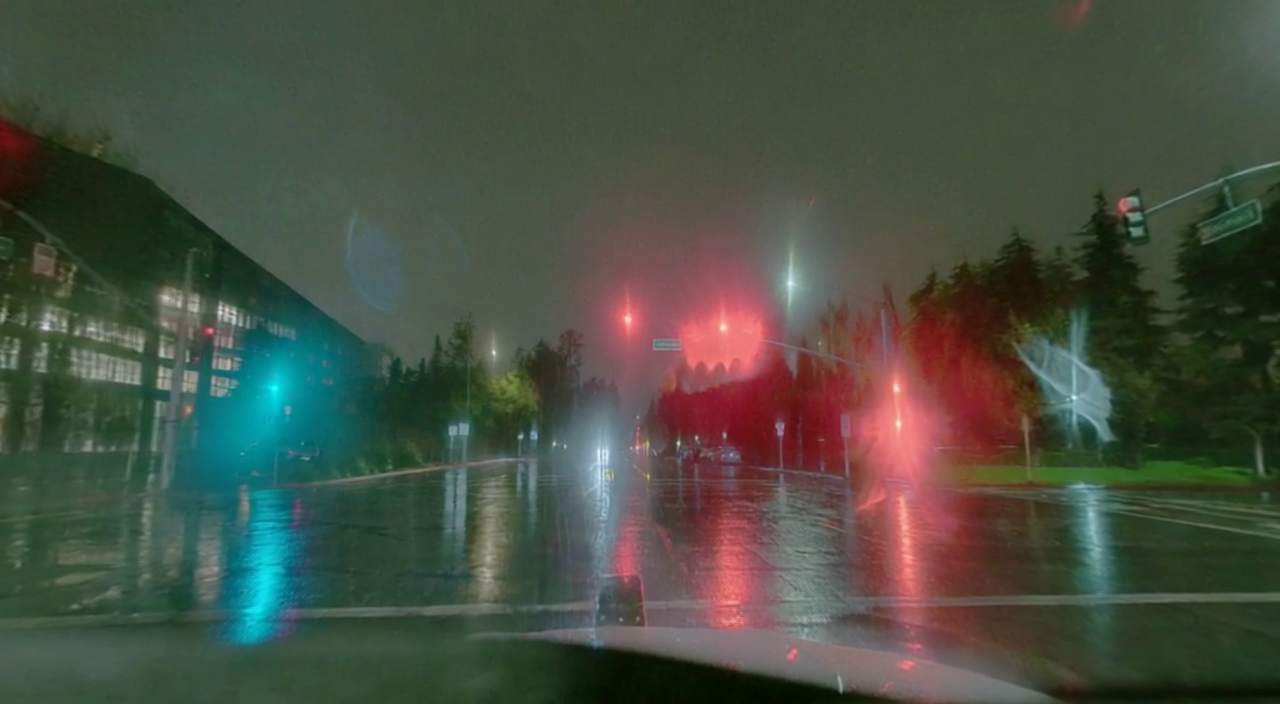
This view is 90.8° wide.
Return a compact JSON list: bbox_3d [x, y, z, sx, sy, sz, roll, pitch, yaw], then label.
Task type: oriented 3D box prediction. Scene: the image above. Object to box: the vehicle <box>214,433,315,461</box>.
[{"bbox_3d":[-22.390,5.683,37.856,4.765,1.593,1.891,1,-9,-7],"label":"vehicle"}]
